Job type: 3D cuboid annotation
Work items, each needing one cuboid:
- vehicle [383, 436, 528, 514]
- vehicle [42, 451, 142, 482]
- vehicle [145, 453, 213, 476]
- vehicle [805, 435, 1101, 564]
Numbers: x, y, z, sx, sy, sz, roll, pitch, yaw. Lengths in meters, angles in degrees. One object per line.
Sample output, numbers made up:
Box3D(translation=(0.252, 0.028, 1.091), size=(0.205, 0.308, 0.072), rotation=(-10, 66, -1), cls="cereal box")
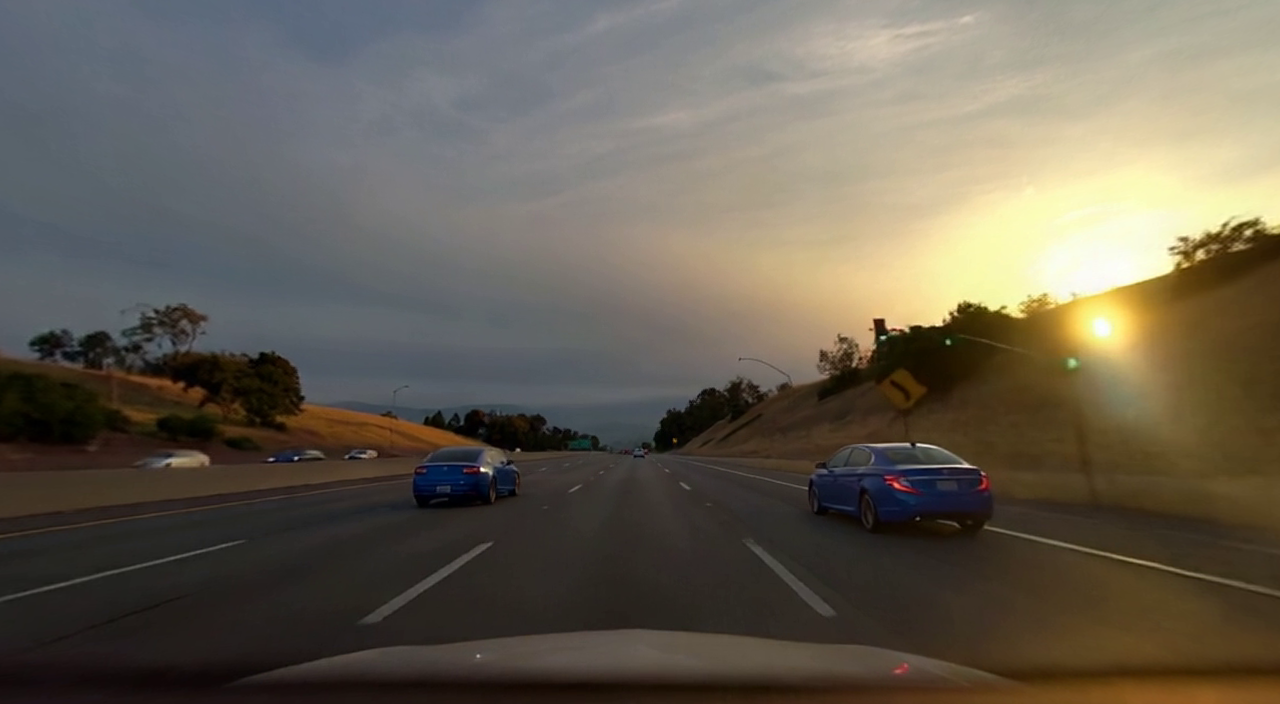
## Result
Box3D(translation=(-4.032, 2.760, 14.662), size=(1.987, 1.516, 4.478), rotation=(0, -9, 1), cls="vehicle")
Box3D(translation=(-32.774, 6.820, 37.828), size=(1.902, 1.679, 4.584), rotation=(0, -9, 0), cls="vehicle")
Box3D(translation=(-36.353, 8.828, 49.755), size=(1.917, 1.643, 4.546), rotation=(0, -9, 0), cls="vehicle")
Box3D(translation=(4.308, 2.086, 9.805), size=(2.049, 1.481, 4.774), rotation=(0, -9, -2), cls="vehicle")
